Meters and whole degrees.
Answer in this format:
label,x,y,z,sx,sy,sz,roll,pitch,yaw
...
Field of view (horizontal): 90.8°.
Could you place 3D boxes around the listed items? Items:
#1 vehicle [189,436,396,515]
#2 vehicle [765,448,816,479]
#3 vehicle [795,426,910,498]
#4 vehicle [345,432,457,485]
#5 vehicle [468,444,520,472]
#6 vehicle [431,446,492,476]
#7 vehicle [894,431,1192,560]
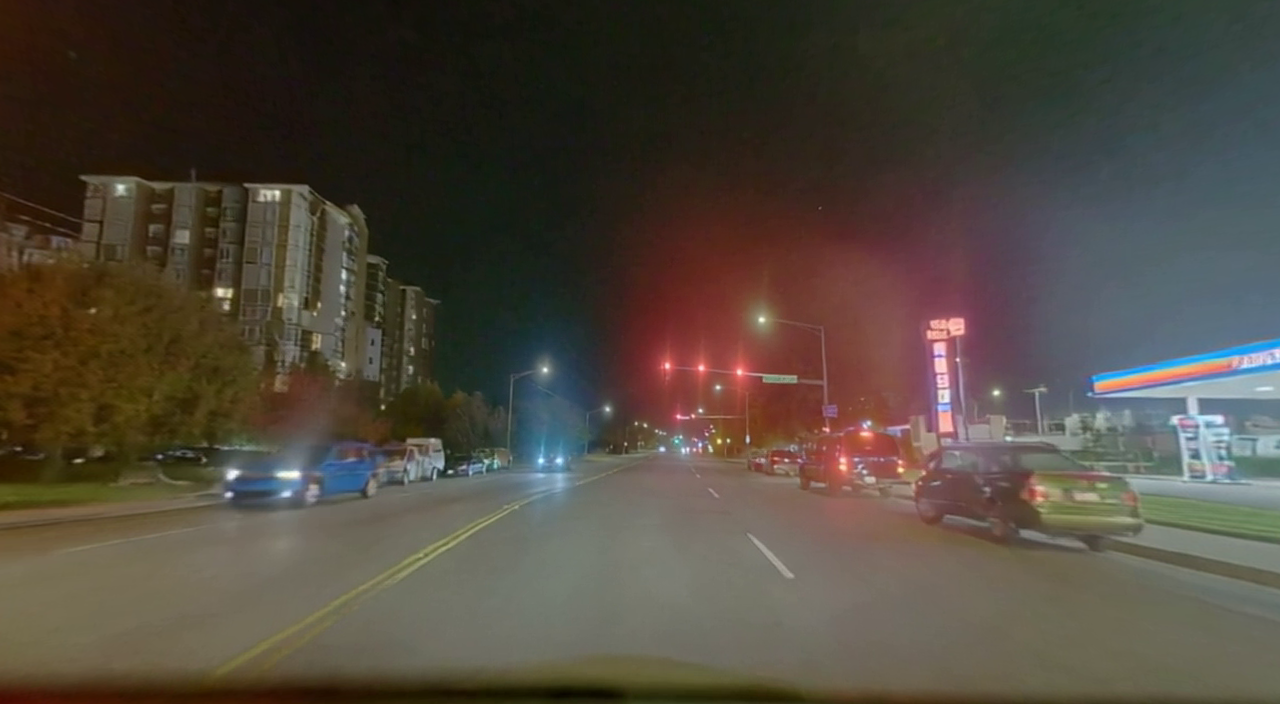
label,x,y,z,sx,sy,sz,roll,pitch,yaw
vehicle,-8.206,2.937,15.611,2.007,1.606,4.764,-1,-9,7
vehicle,7.553,5.615,32.079,1.738,1.436,4.232,0,-9,2
vehicle,7.074,3.743,21.903,2.181,2.103,6.044,0,-9,3
vehicle,-10.105,4.568,27.369,2.214,1.994,5.721,0,-9,4
vehicle,-9.305,6.776,40.540,1.954,1.652,4.440,0,-9,4
vehicle,-9.639,5.892,34.440,1.785,1.478,4.329,0,-9,4
vehicle,6.493,2.333,11.153,1.995,1.720,5.067,0,-9,1
